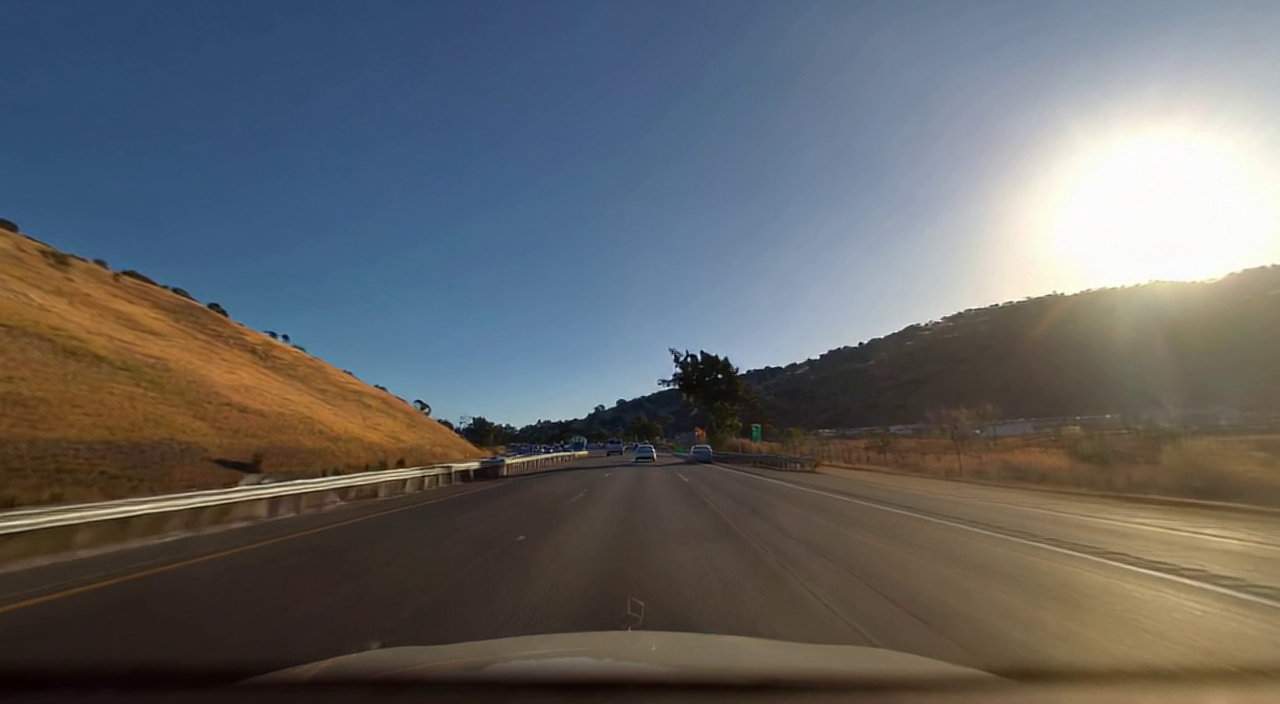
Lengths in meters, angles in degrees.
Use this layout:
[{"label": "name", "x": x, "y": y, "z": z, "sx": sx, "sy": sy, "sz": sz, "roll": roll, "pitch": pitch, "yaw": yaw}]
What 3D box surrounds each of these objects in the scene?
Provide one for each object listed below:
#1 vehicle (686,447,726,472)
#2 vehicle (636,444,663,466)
[{"label": "vehicle", "x": 3.870, "y": 6.377, "z": 37.646, "sx": 1.976, "sy": 1.352, "sz": 3.602, "roll": 0, "pitch": -8, "yaw": 0}, {"label": "vehicle", "x": 0.700, "y": 8.068, "z": 49.534, "sx": 1.986, "sy": 1.576, "sz": 4.312, "roll": 0, "pitch": -8, "yaw": 0}]
